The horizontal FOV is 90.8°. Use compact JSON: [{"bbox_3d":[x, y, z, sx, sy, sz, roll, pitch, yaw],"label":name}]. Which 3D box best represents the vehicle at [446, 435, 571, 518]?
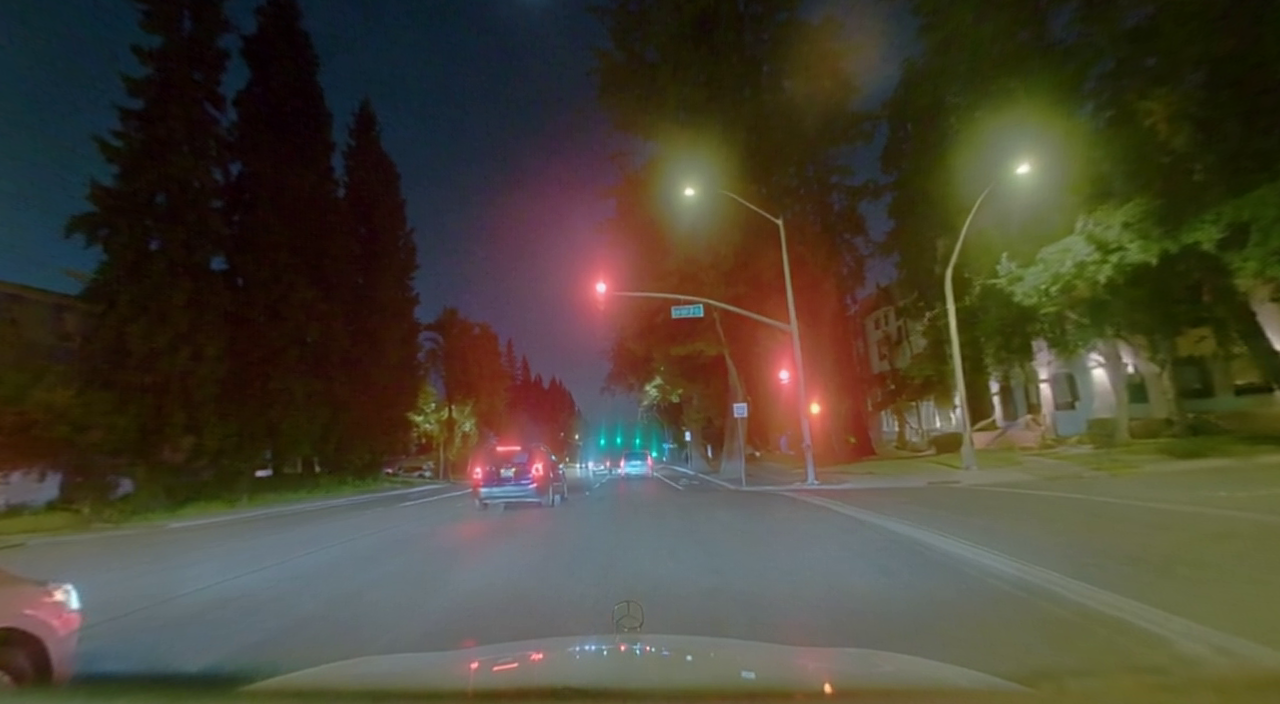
[{"bbox_3d":[-3.151,3.066,16.168,2.157,1.771,4.452,-1,-8,1],"label":"vehicle"}]

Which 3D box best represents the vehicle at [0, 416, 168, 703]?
[{"bbox_3d":[-3.521,0.793,0.998,1.934,1.475,4.741,-1,-8,-1],"label":"vehicle"}]

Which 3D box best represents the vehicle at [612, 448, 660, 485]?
[{"bbox_3d":[-0.188,5.177,28.848,2.062,1.518,3.901,-1,-8,-1],"label":"vehicle"}]

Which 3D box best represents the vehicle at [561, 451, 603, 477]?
[{"bbox_3d":[-3.731,7.330,41.448,2.268,1.522,4.350,-1,-8,0],"label":"vehicle"}]
